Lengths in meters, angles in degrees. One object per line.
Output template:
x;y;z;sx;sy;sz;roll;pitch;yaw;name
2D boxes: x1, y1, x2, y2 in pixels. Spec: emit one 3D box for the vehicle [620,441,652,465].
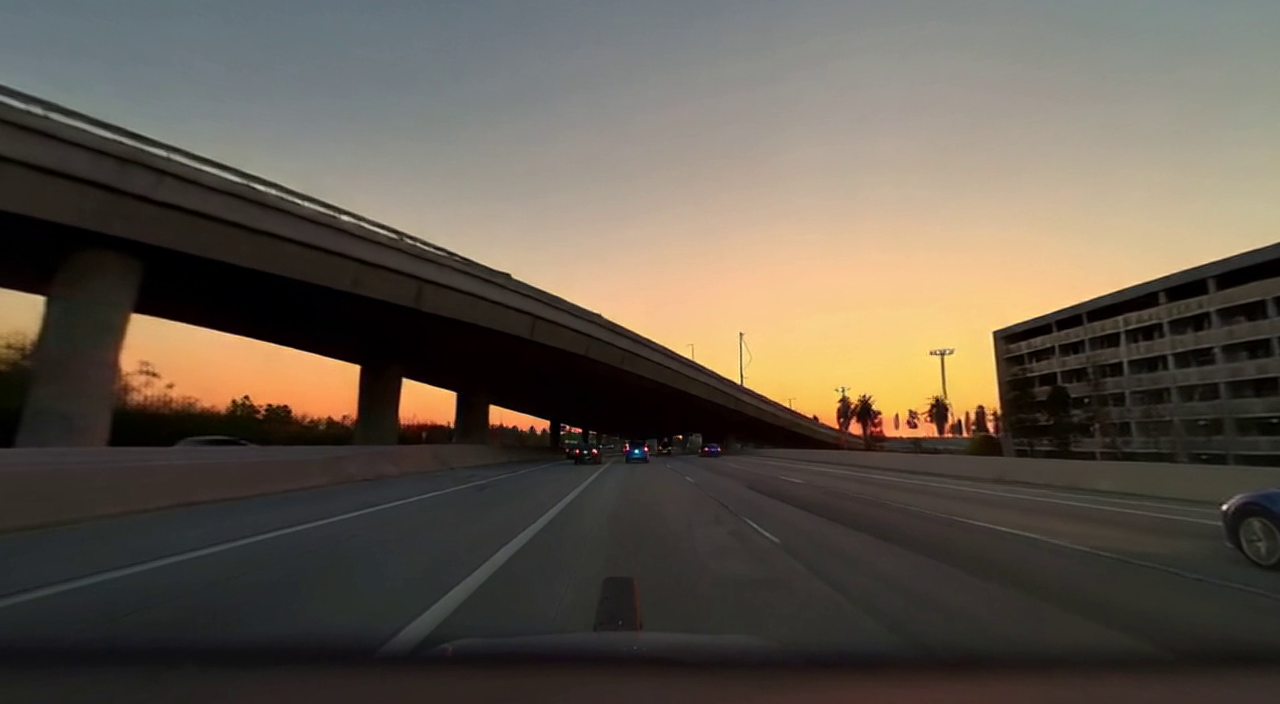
-0.249;6.744;42.125;2.036;1.542;3.891;0;-8;0;vehicle
